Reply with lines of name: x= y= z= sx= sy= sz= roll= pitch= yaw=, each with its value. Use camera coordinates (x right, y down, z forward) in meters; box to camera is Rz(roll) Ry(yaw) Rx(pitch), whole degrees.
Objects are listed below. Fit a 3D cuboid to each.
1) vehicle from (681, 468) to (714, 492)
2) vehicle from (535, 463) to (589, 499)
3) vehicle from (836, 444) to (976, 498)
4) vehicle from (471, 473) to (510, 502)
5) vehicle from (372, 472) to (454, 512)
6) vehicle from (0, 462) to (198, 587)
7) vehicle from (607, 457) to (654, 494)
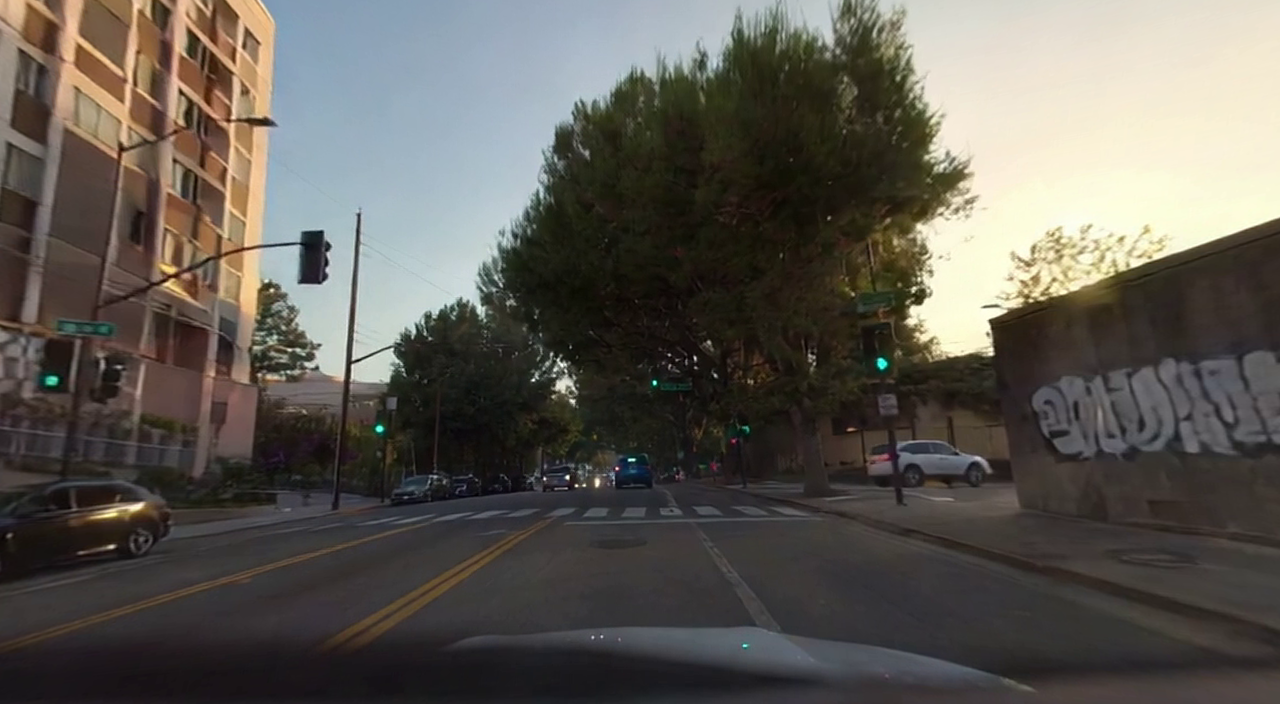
vehicle: x=4.164 y=9.377 z=46.460 sx=1.957 sy=1.471 sz=4.307 roll=0 pitch=-8 yaw=-1
vehicle: x=-3.885 y=6.539 z=32.248 sx=2.095 sy=1.447 sz=4.202 roll=-4 pitch=-8 yaw=0
vehicle: x=9.623 y=4.229 z=22.919 sx=4.292 sy=1.761 sz=2.207 roll=3 pitch=-9 yaw=-22
vehicle: x=-10.865 y=9.861 z=46.105 sx=1.859 sy=1.780 sz=3.947 roll=0 pitch=-8 yaw=1
vehicle: x=-10.359 y=6.409 z=29.246 sx=2.070 sy=1.476 sz=4.508 roll=0 pitch=-8 yaw=1
vehicle: x=-10.669 y=3.003 z=11.251 sx=2.199 sy=1.717 sz=4.888 roll=-5 pitch=-8 yaw=-1
vehicle: x=-0.431 y=6.012 z=31.143 sx=2.166 sy=1.579 sz=4.300 roll=0 pitch=-8 yaw=0
